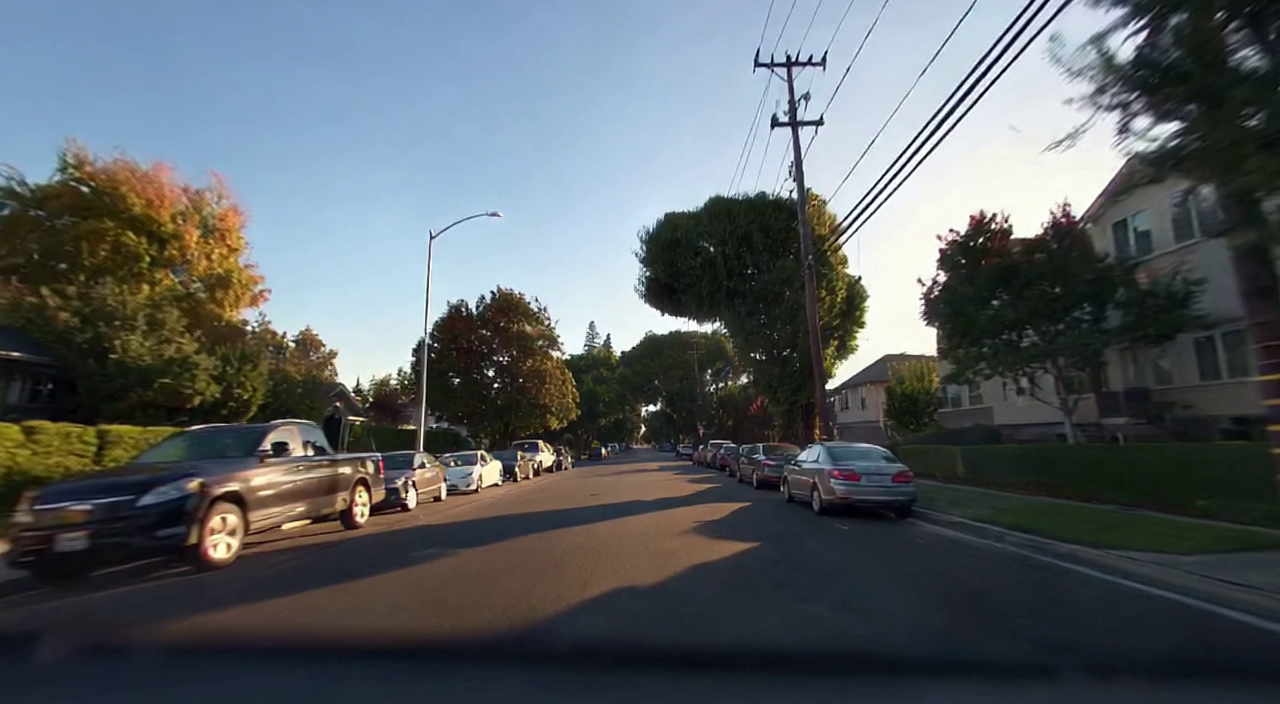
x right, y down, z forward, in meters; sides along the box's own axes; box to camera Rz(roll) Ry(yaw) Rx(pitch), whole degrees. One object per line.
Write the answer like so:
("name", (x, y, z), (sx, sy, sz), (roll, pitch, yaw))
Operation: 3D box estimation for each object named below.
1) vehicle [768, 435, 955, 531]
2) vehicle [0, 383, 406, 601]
("vehicle", (4.084, 2.472, 12.615), (1.871, 1.522, 4.746), (0, -8, -2))
("vehicle", (-5.723, 1.756, 8.923), (2.384, 1.992, 5.965), (-2, -9, 2))
